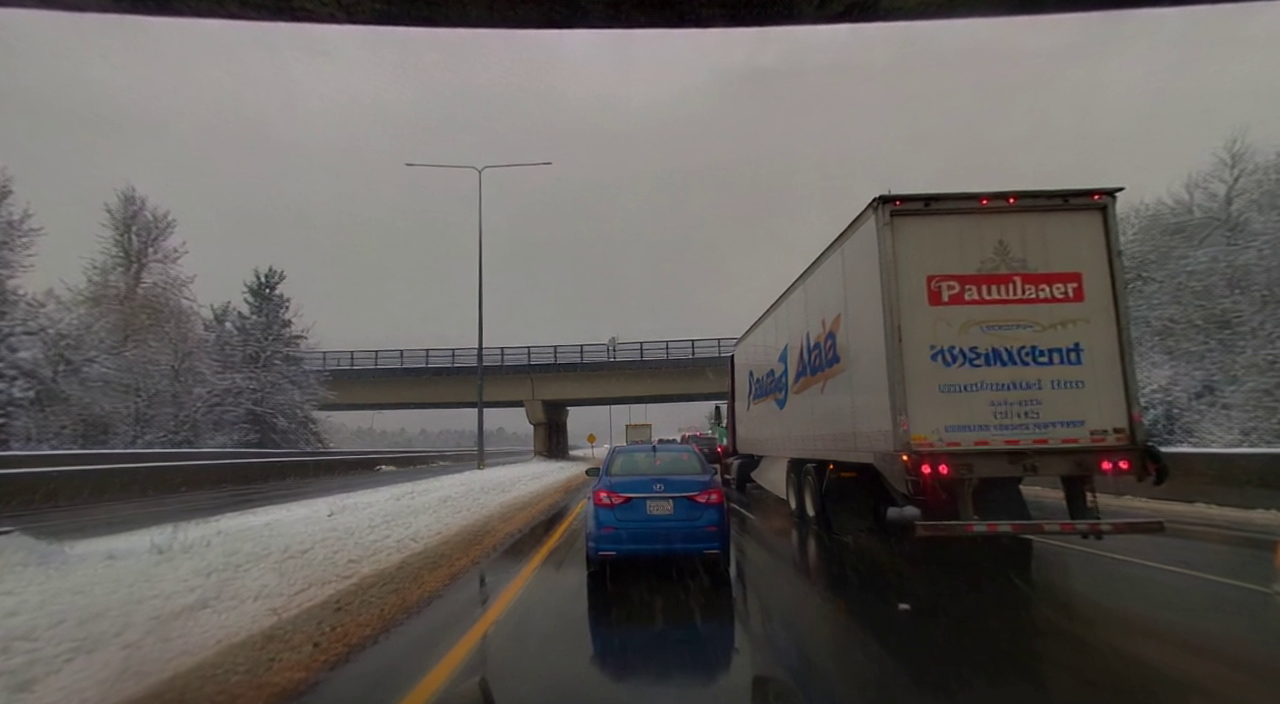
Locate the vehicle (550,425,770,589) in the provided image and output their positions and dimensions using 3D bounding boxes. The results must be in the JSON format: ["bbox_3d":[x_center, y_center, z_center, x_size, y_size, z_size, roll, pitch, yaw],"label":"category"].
[{"bbox_3d":[0.170,1.705,7.726,2.045,1.490,3.597,-1,-8,0],"label":"vehicle"}]

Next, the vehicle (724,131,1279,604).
[{"bbox_3d":[4.222,1.019,12.501,2.827,4.081,14.305,0,-8,-1],"label":"vehicle"}]
